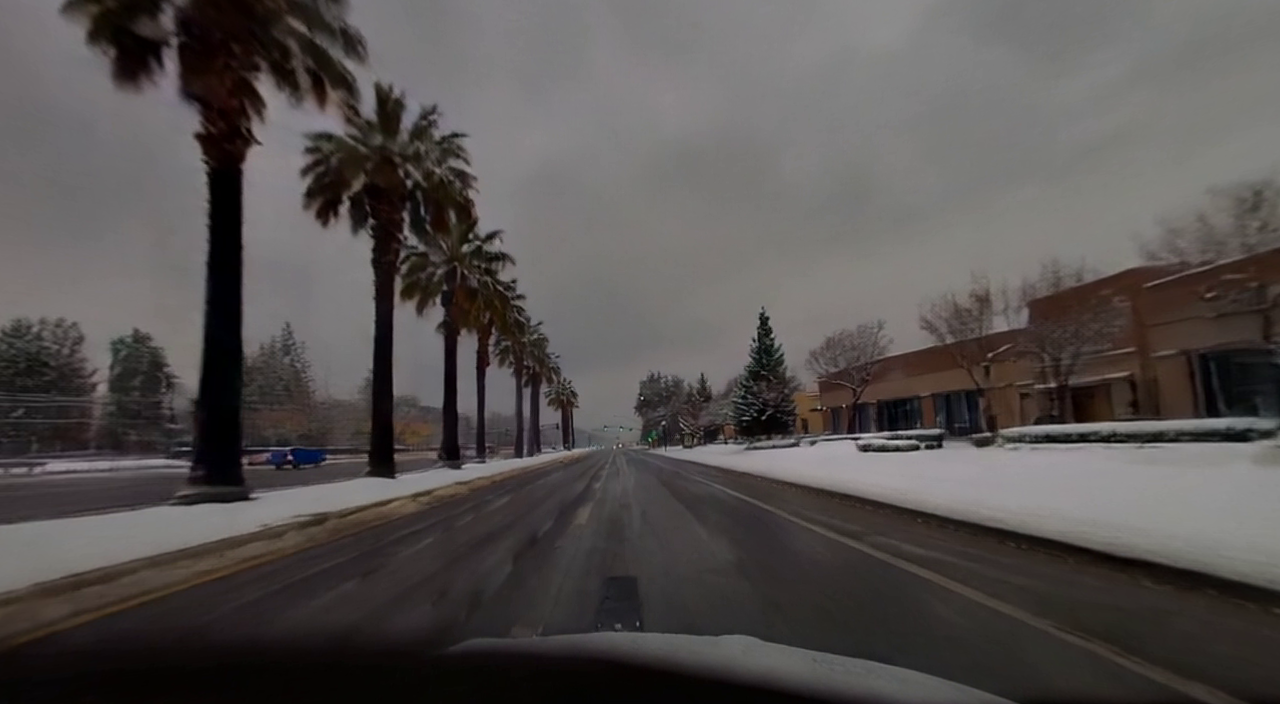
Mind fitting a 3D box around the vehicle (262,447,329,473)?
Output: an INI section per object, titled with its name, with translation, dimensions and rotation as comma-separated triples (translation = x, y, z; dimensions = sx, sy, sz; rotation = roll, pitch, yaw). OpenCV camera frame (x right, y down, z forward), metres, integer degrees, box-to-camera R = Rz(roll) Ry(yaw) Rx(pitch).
[vehicle]
translation = -23.088, 7.221, 42.399
dimensions = 1.994, 1.652, 4.570
rotation = 1, -9, -2
